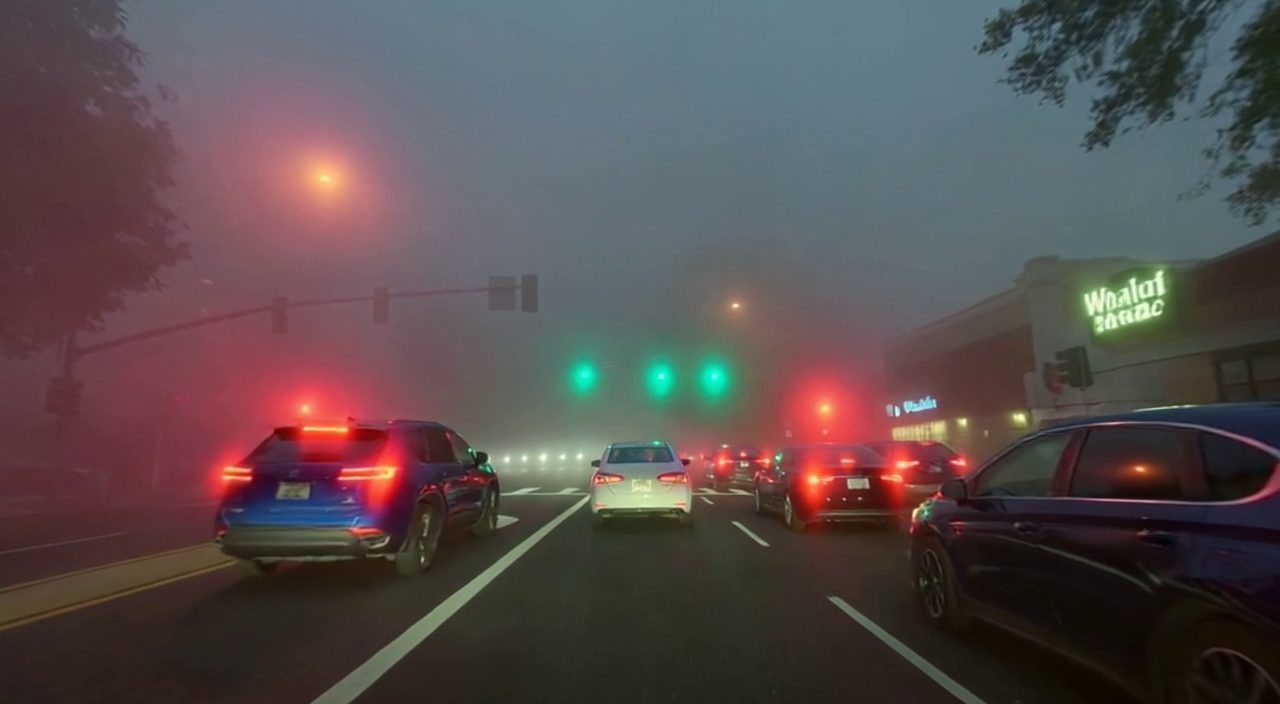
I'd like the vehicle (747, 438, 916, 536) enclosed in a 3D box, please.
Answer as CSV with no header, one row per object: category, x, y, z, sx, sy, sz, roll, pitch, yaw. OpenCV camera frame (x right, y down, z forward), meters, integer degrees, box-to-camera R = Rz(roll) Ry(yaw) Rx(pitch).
vehicle,3.352,2.432,12.002,1.865,1.496,4.170,0,-9,0

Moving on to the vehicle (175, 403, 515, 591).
vehicle,-3.379,1.789,8.655,2.257,1.823,4.777,-1,-9,1

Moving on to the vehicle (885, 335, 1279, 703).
vehicle,3.068,0.938,3.016,2.075,1.661,4.401,0,-9,1

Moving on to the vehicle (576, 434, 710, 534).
vehicle,0.036,2.416,12.104,2.154,1.577,3.723,0,-9,0

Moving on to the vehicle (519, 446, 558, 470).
vehicle,-7.879,8.227,49.328,2.293,1.777,4.497,0,-9,0
